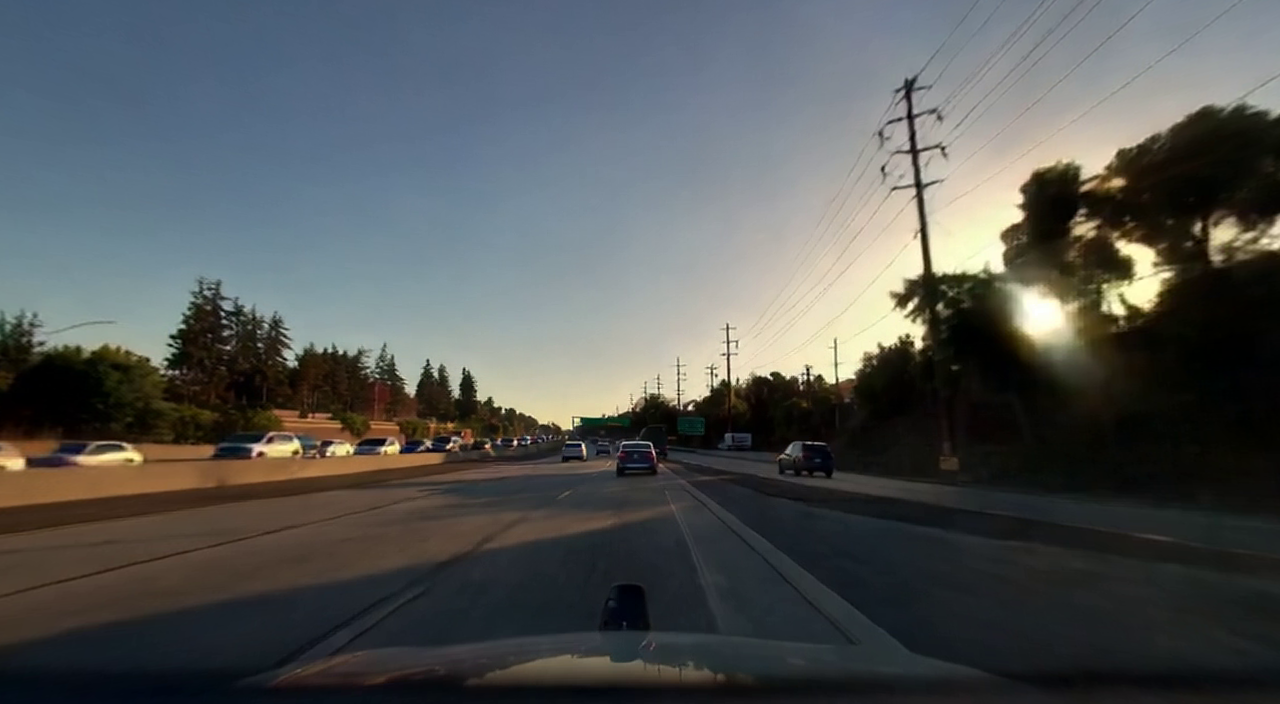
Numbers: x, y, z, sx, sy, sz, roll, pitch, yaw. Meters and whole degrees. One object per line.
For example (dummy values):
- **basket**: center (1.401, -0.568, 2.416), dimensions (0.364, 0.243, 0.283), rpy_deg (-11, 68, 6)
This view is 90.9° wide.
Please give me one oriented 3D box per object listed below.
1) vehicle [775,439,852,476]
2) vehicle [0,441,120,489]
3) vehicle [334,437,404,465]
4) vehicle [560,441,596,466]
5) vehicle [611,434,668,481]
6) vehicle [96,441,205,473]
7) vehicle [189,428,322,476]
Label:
- **vehicle**: center (8.633, 5.284, 31.883), dimensions (2.099, 1.720, 4.829), rpy_deg (1, -8, -5)
- **vehicle**: center (-20.231, 3.718, 21.102), dimensions (1.809, 1.437, 4.395), rpy_deg (0, -8, 1)
- **vehicle**: center (-16.730, 6.137, 39.239), dimensions (2.175, 1.653, 4.993), rpy_deg (0, -8, -1)
- **vehicle**: center (-4.273, 7.042, 43.976), dimensions (2.130, 1.685, 4.341), rpy_deg (0, -8, -1)
- **vehicle**: center (-0.031, 4.374, 26.359), dimensions (2.192, 1.769, 4.287), rpy_deg (0, -8, 0)
- **vehicle**: center (-23.953, 5.129, 31.094), dimensions (1.829, 1.448, 4.421), rpy_deg (0, -8, 0)
- **vehicle**: center (-16.193, 4.267, 27.056), dimensions (2.228, 1.808, 5.608), rpy_deg (0, -8, 0)
